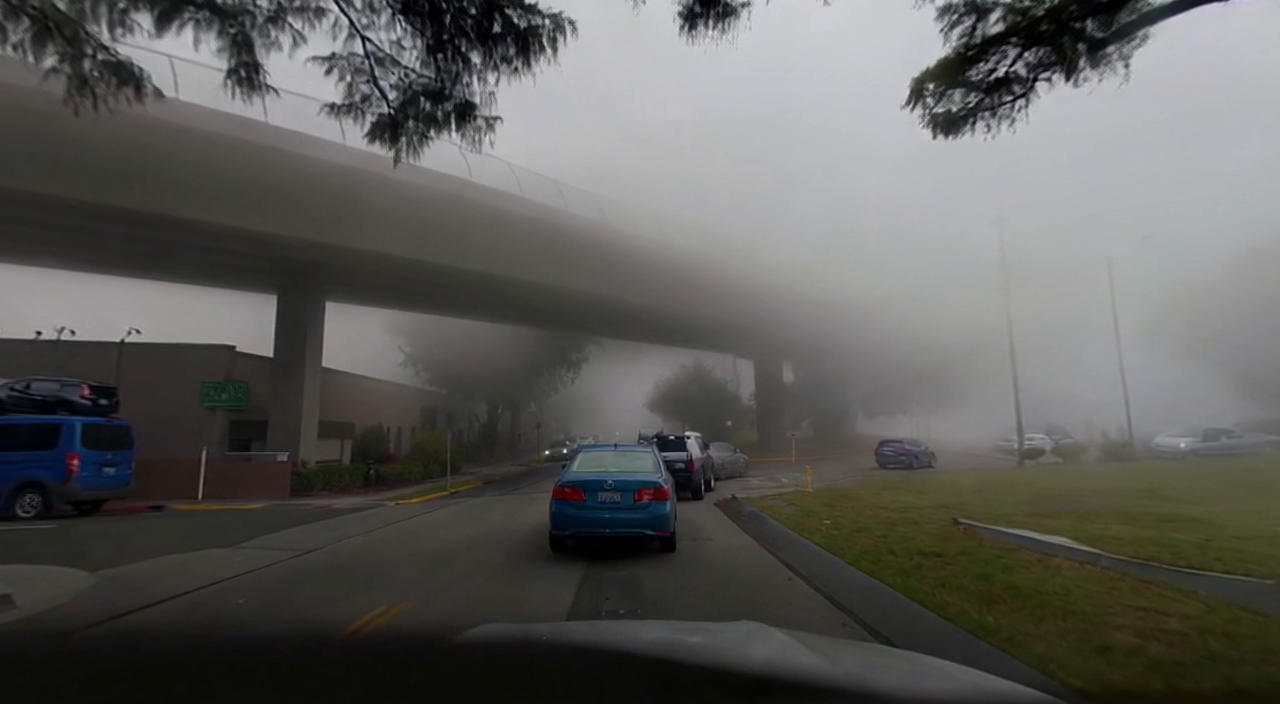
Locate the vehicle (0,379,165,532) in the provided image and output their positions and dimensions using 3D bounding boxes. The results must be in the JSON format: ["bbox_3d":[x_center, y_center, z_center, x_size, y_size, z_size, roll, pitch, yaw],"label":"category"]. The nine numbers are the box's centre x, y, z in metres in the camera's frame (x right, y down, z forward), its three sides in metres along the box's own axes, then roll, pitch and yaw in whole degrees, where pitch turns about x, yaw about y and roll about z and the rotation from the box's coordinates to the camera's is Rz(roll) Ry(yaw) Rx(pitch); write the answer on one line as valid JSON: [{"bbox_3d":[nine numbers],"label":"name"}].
[{"bbox_3d":[-13.517,2.075,12.909,5.356,2.762,2.644,0,-9,1],"label":"vehicle"}]

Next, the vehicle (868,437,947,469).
[{"bbox_3d":[16.434,6.179,38.729,4.425,1.828,2.032,4,-10,-28],"label":"vehicle"}]

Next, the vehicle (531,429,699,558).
[{"bbox_3d":[-0.235,2.116,10.258,2.087,1.578,4.652,0,-9,2],"label":"vehicle"}]
